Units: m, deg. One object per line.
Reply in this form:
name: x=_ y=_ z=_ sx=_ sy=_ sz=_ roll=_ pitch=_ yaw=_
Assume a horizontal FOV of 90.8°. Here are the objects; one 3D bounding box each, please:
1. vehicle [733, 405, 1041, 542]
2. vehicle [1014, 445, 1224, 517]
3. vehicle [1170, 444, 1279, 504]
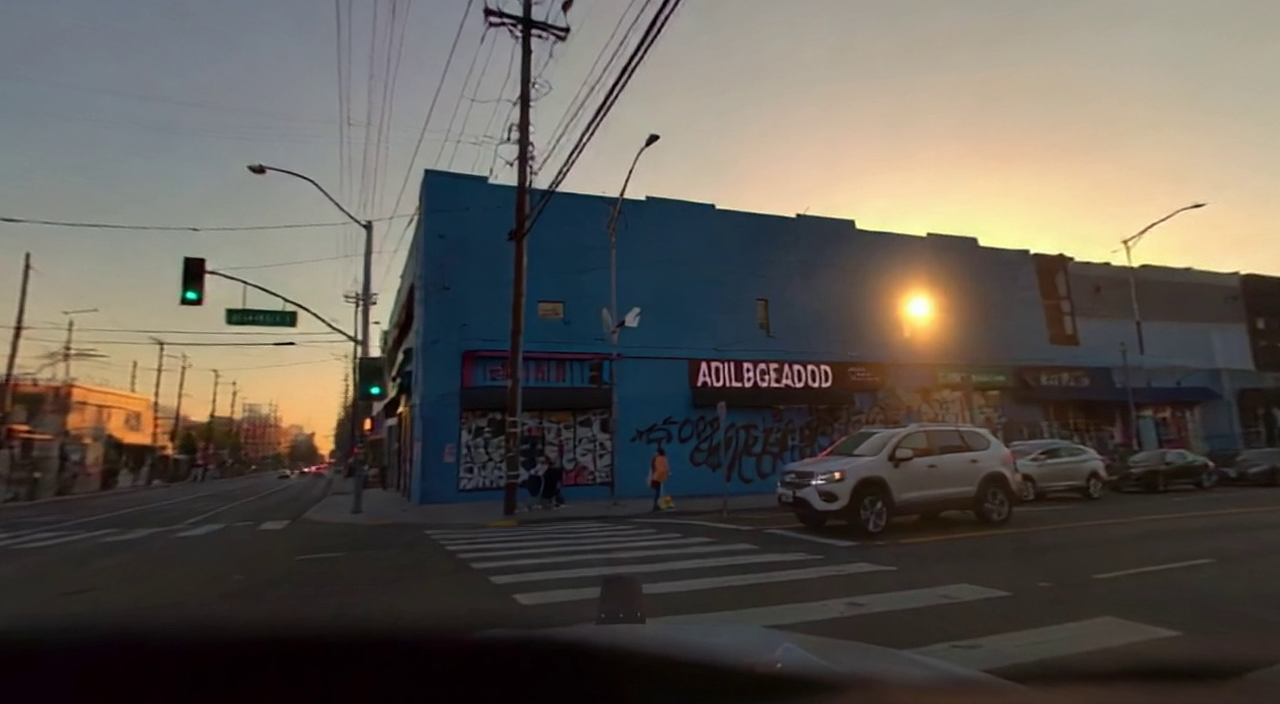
vehicle: x=4.451 y=2.085 z=11.425 sx=4.970 sy=1.972 sz=2.372 roll=4 pitch=-10 yaw=-27
vehicle: x=11.367 y=2.942 z=14.966 sx=4.672 sy=1.459 sz=1.938 roll=4 pitch=-9 yaw=-26
vehicle: x=17.775 y=3.422 z=18.143 sx=4.619 sy=1.511 sz=2.010 roll=4 pitch=-9 yaw=-25
